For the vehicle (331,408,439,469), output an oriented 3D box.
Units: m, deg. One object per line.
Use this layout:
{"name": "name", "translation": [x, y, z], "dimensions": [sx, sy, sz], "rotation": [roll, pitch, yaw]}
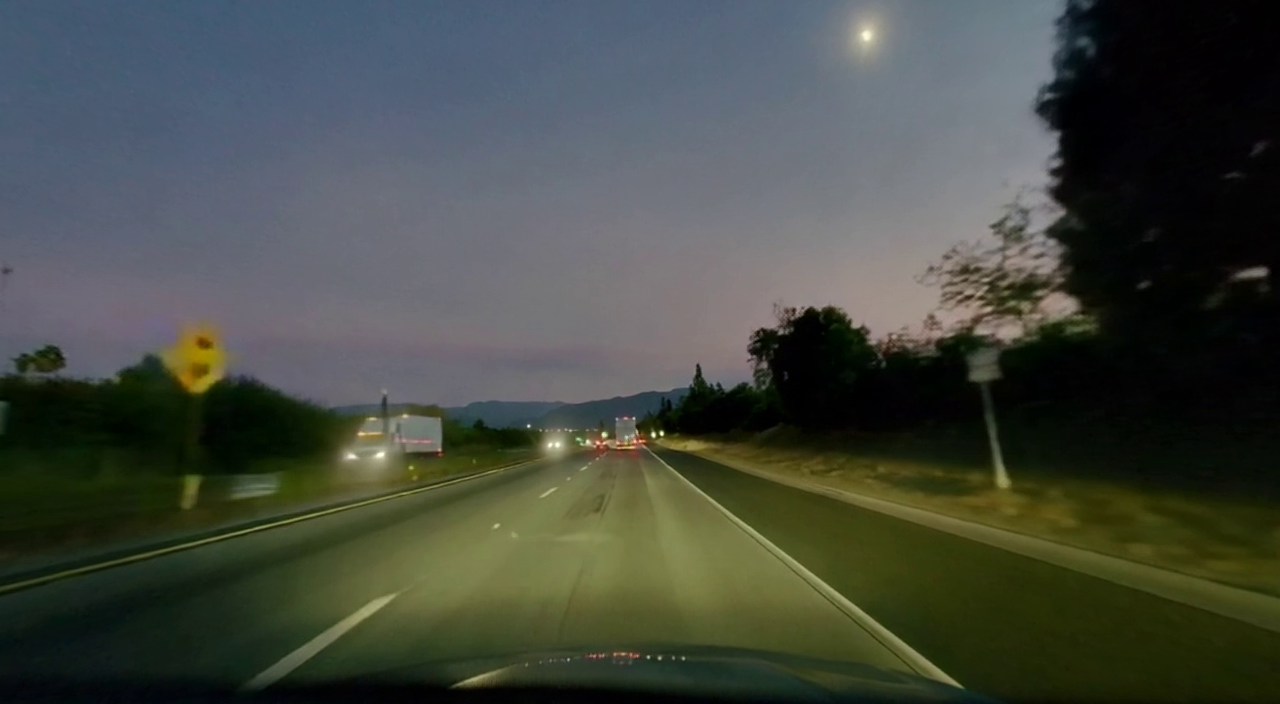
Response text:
{"name": "vehicle", "translation": [-17.413, 6.061, 44.345], "dimensions": [3.033, 3.711, 11.259], "rotation": [0, -8, -1]}
